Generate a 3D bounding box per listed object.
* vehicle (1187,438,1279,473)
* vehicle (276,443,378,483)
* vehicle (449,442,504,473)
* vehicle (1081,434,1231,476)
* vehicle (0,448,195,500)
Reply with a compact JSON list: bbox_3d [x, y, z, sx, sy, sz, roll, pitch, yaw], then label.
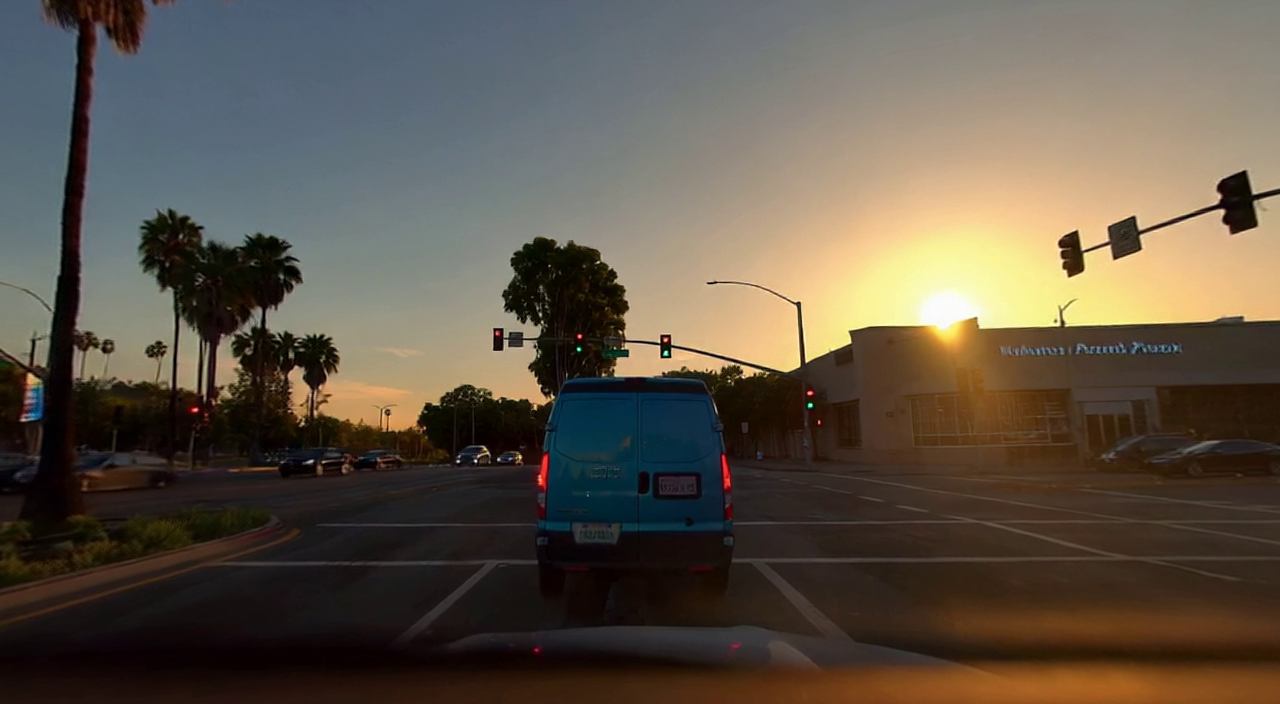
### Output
[{"bbox_3d":[27.386,4.604,28.208,4.625,1.451,1.801,1,-9,-9],"label":"vehicle"},{"bbox_3d":[-14.044,4.988,28.707,2.074,1.671,4.755,0,-9,2],"label":"vehicle"},{"bbox_3d":[-9.710,6.302,37.938,2.074,1.681,4.417,0,-9,1],"label":"vehicle"},{"bbox_3d":[22.223,4.449,27.375,4.533,1.676,2.236,0,-9,-1],"label":"vehicle"},{"bbox_3d":[-17.630,3.914,20.779,2.221,1.449,5.092,0,-9,1],"label":"vehicle"}]
